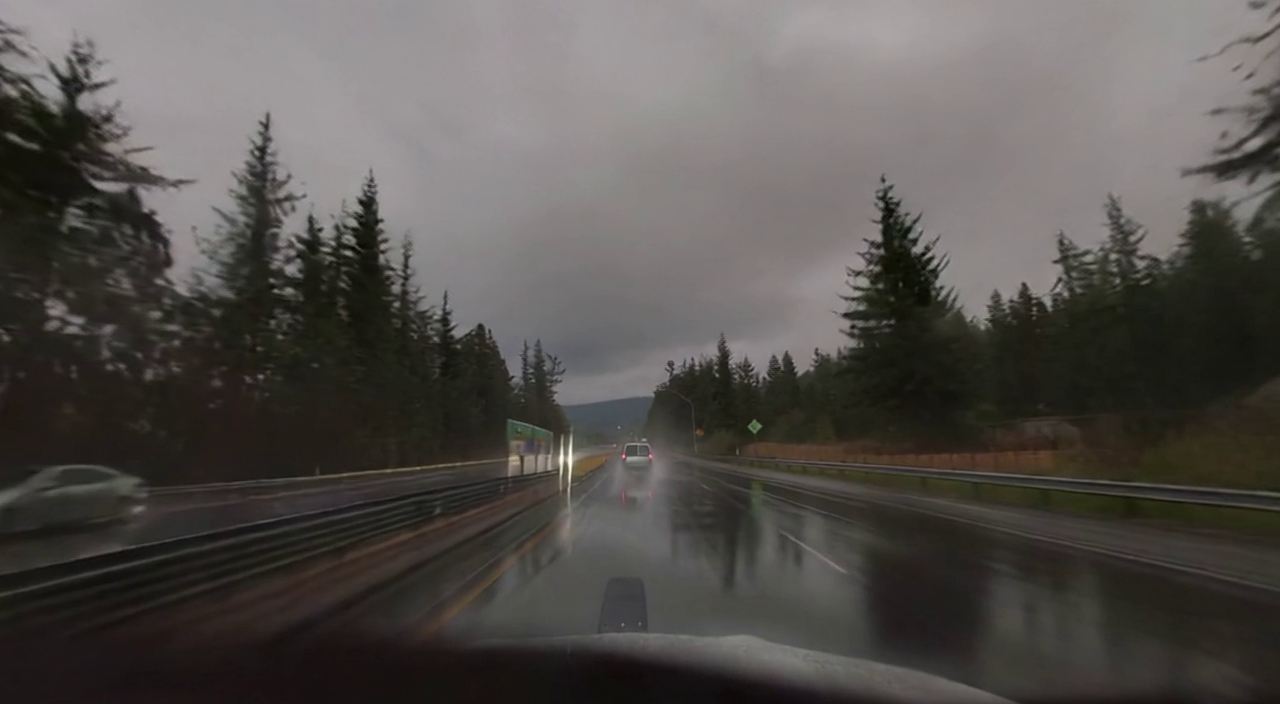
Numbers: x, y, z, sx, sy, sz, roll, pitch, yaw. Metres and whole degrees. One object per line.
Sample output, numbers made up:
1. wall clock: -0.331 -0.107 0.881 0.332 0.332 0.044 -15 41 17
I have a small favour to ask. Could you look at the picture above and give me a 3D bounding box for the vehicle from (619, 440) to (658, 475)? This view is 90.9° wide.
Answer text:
1. vehicle: -0.080 6.078 36.482 2.105 1.865 4.102 0 -9 0
